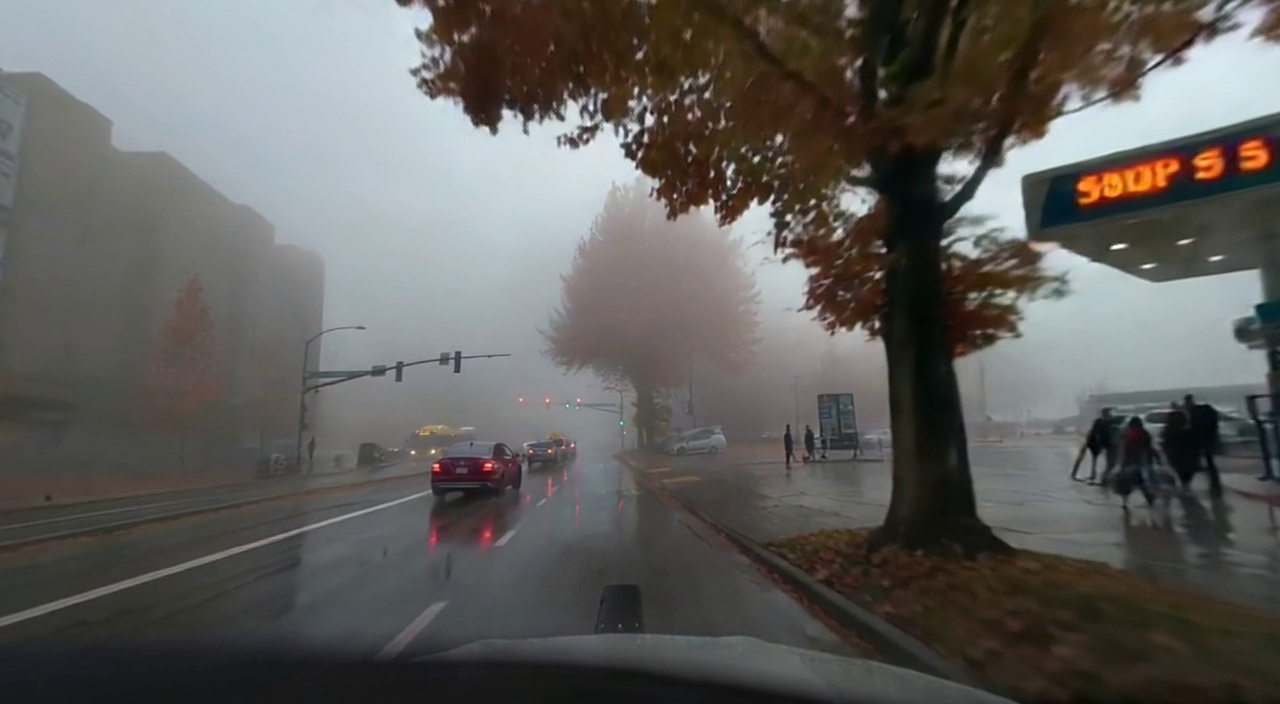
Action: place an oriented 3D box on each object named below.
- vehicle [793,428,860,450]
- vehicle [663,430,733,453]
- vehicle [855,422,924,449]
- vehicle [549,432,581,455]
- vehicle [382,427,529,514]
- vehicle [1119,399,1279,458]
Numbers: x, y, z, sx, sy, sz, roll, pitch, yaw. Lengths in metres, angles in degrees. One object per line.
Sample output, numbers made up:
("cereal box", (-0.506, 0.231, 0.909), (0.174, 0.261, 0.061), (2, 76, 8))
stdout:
("vehicle", (13.417, 6.272, 45.239), (4.064, 1.507, 2.078), (0, -9, -3))
("vehicle", (4.292, 6.695, 46.757), (4.894, 1.451, 2.089), (-2, -8, -3))
("vehicle", (18.079, 6.056, 45.463), (4.172, 1.687, 1.773), (-3, -8, -5))
("vehicle", (-5.828, 7.191, 49.231), (2.365, 1.751, 3.904), (0, -9, -4))
("vehicle", (-3.633, 2.414, 13.212), (2.092, 1.507, 4.078), (0, -9, -4))
("vehicle", (16.827, 2.352, 18.932), (1.892, 1.594, 3.379), (0, -9, -2))
